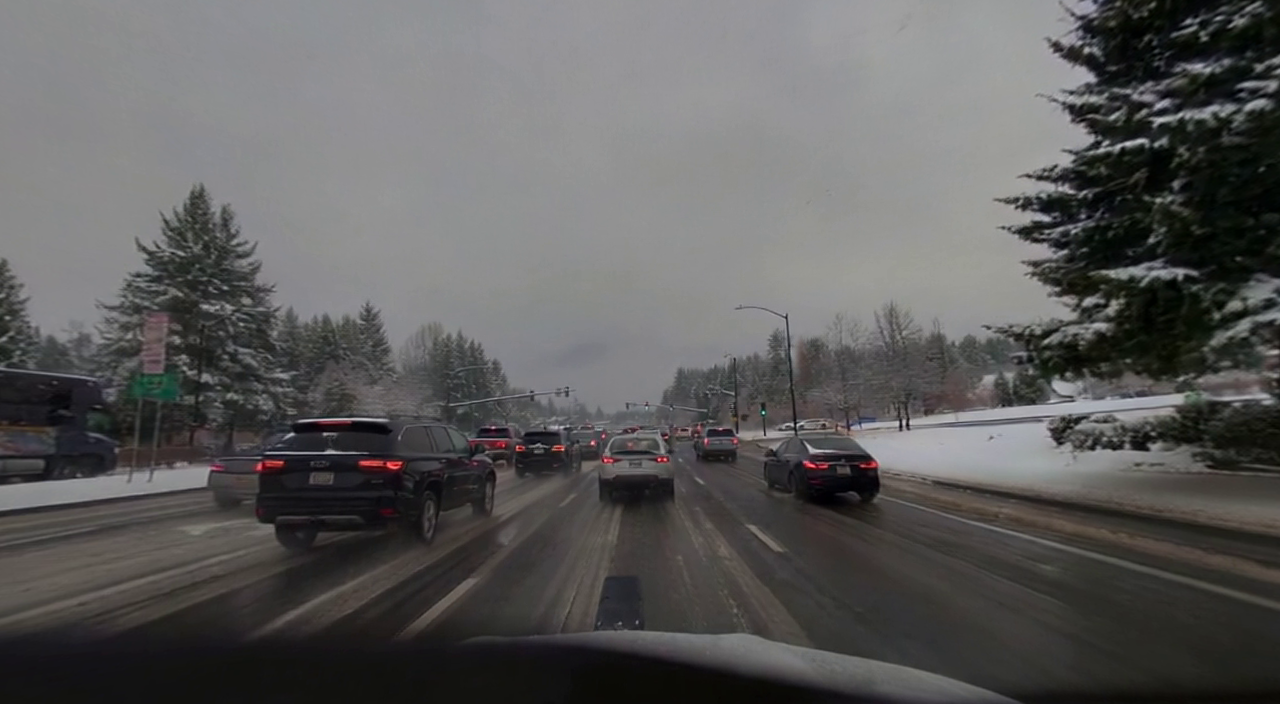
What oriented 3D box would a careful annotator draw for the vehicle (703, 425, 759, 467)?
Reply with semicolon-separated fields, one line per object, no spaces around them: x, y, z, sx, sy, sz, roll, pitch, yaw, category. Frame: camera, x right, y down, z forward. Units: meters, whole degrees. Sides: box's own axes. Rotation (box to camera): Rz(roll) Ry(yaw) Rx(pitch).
4.347;4.580;30.877;2.099;1.845;4.363;0;-8;0;vehicle

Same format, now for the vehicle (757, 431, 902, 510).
3.945;2.518;13.962;1.884;1.463;4.195;0;-8;0;vehicle

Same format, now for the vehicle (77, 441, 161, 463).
-37.323;7.138;45.304;4.384;1.462;1.854;-1;-8;-1;vehicle

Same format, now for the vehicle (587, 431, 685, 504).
-0.063;2.700;15.217;2.030;1.477;4.330;0;-8;1;vehicle

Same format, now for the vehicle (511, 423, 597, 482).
-2.854;3.484;22.082;2.218;1.829;4.492;-1;-8;2;vehicle

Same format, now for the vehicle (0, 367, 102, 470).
-27.990;2.339;23.194;3.181;4.189;14.107;-1;-8;4;vehicle

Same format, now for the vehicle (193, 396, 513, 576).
-3.349;1.693;8.903;2.111;1.745;5.274;0;-8;-1;vehicle
